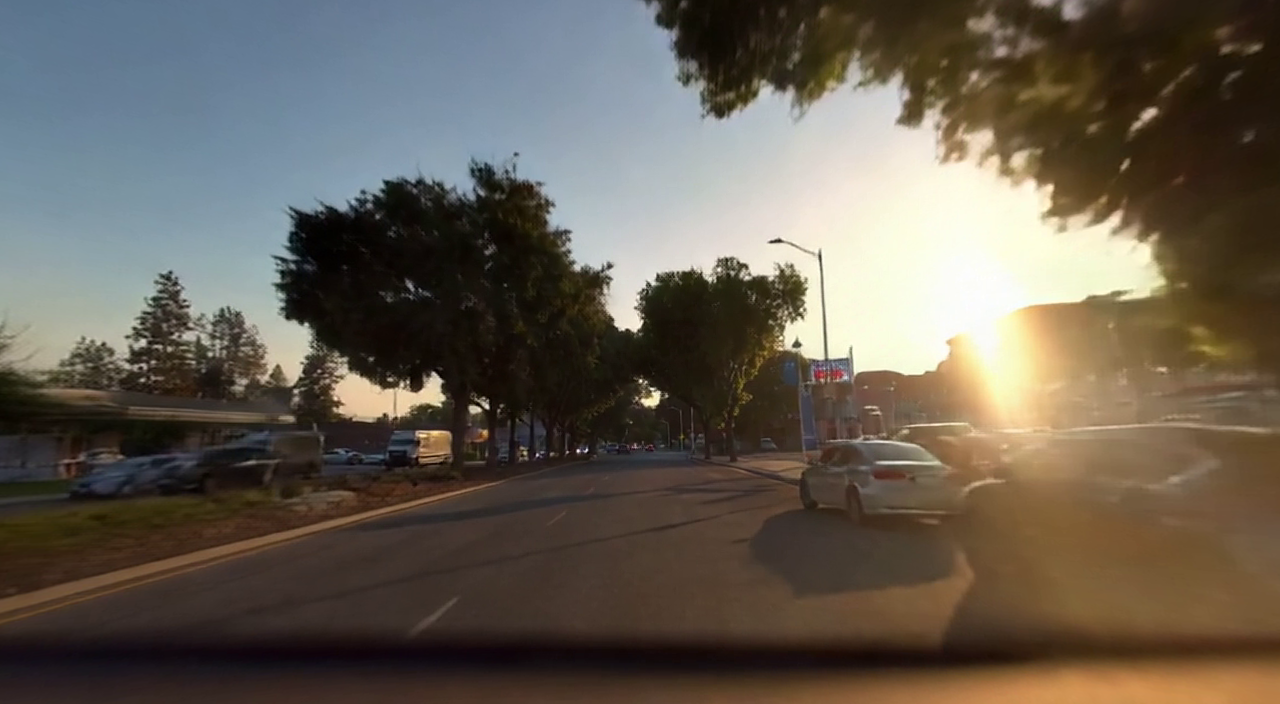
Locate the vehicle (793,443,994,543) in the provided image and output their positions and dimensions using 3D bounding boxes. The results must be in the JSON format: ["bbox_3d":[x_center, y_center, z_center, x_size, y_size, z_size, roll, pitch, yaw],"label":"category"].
[{"bbox_3d":[4.200,2.384,11.429,1.963,1.411,4.637,-1,-9,3],"label":"vehicle"}]

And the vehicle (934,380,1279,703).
[{"bbox_3d":[4.309,1.224,4.594,2.179,1.709,4.512,0,-9,1],"label":"vehicle"}]

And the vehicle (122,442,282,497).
[{"bbox_3d":[-14.508,3.881,21.290,1.977,1.619,4.612,0,-9,1],"label":"vehicle"}]

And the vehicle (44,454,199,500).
[{"bbox_3d":[-18.883,4.539,23.292,1.817,1.460,4.524,0,-9,1],"label":"vehicle"}]

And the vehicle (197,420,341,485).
[{"bbox_3d":[-18.693,5.130,32.475,2.837,2.953,7.214,0,-9,2],"label":"vehicle"}]

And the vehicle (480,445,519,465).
[{"bbox_3d":[-10.956,8.033,49.452,1.860,1.495,4.409,0,-9,2],"label":"vehicle"}]
